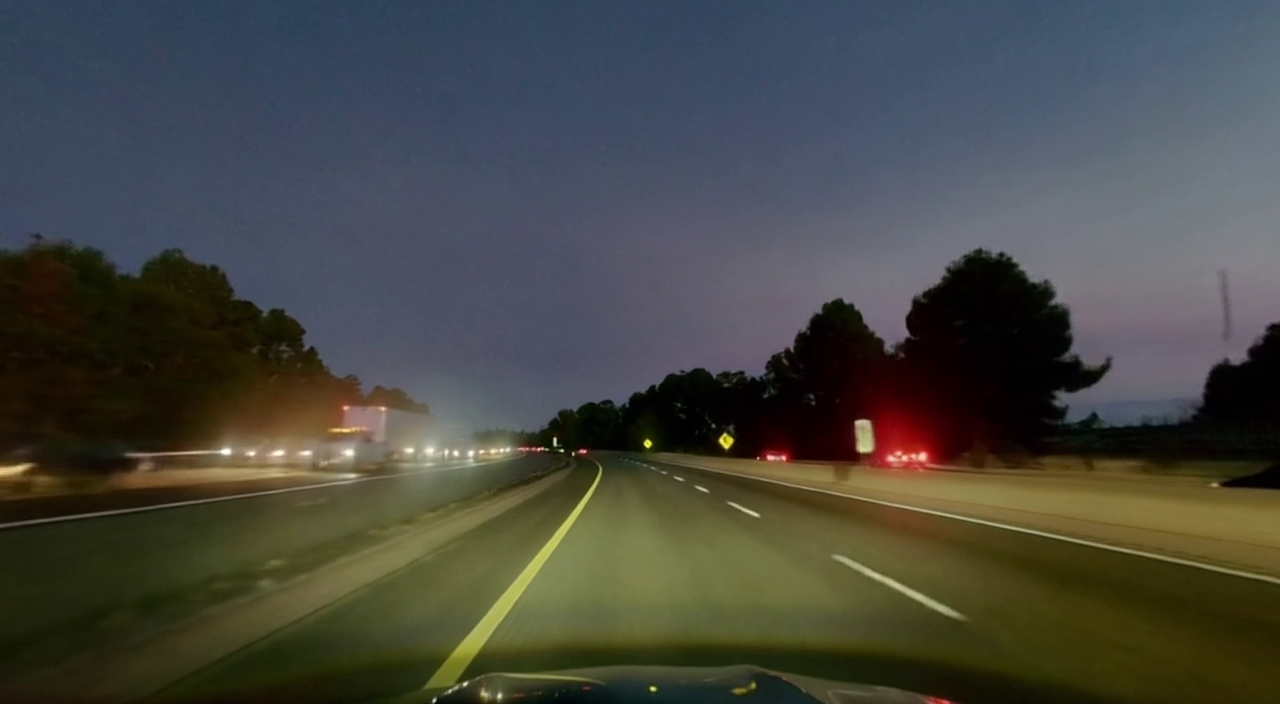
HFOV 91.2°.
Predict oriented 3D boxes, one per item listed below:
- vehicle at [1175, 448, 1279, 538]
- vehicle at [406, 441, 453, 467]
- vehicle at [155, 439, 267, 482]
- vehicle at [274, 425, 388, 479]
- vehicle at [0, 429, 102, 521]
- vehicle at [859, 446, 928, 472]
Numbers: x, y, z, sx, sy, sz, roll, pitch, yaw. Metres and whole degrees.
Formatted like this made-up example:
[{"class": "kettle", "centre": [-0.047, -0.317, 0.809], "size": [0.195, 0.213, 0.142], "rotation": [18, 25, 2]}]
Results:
[{"class": "vehicle", "centre": [12.196, 2.432, 10.701], "size": [1.941, 1.536, 4.585], "rotation": [0, -9, -2]}, {"class": "vehicle", "centre": [-13.820, 6.724, 41.315], "size": [1.865, 1.583, 4.097], "rotation": [0, -9, -3]}, {"class": "vehicle", "centre": [-17.884, 4.521, 26.411], "size": [1.887, 1.608, 4.327], "rotation": [0, -9, -4]}, {"class": "vehicle", "centre": [-12.520, 4.105, 25.909], "size": [2.195, 1.976, 5.455], "rotation": [0, -9, -4]}, {"class": "vehicle", "centre": [-11.185, 1.981, 10.020], "size": [1.817, 1.455, 3.867], "rotation": [0, -9, -3]}, {"class": "vehicle", "centre": [18.019, 7.618, 44.800], "size": [2.020, 1.738, 4.549], "rotation": [2, -9, -17]}]
